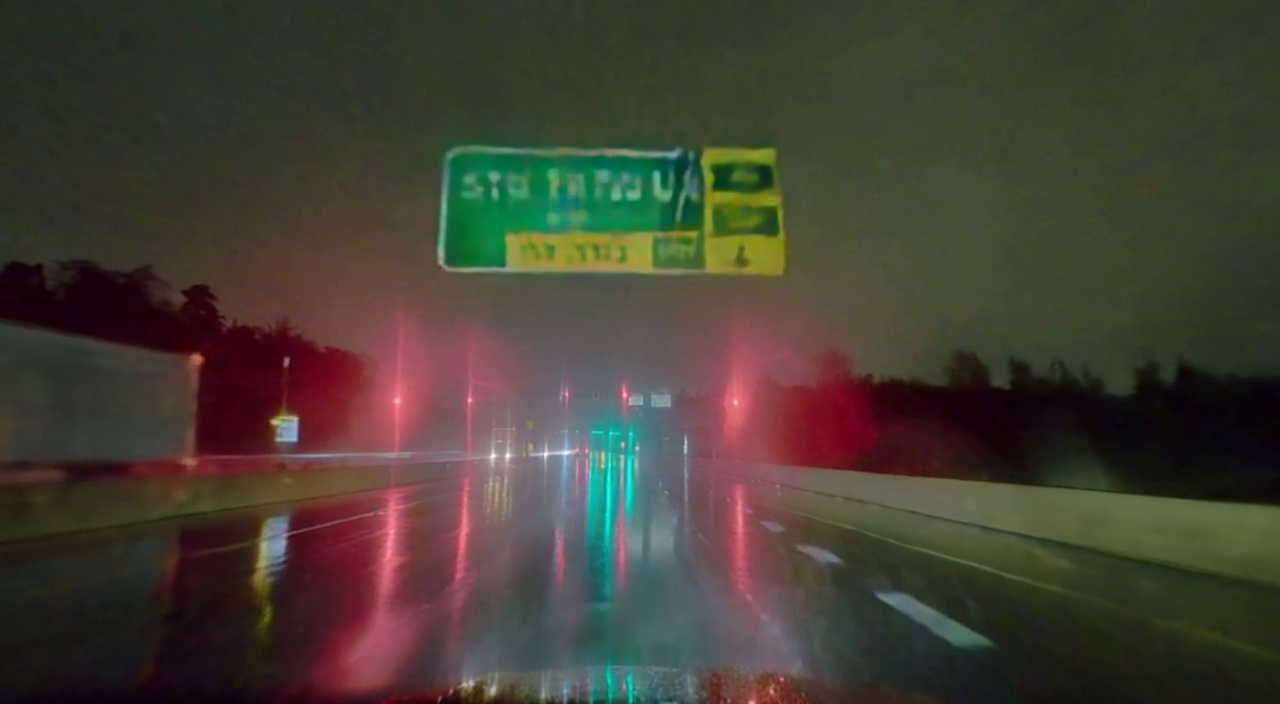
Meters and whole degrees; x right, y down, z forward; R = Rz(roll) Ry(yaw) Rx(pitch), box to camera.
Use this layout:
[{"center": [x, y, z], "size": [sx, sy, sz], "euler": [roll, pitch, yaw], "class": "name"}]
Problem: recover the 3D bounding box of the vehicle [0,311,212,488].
[{"center": [-15.551, 1.447, 16.426], "size": [2.883, 3.846, 8.312], "euler": [0, -9, 0], "class": "vehicle"}]
